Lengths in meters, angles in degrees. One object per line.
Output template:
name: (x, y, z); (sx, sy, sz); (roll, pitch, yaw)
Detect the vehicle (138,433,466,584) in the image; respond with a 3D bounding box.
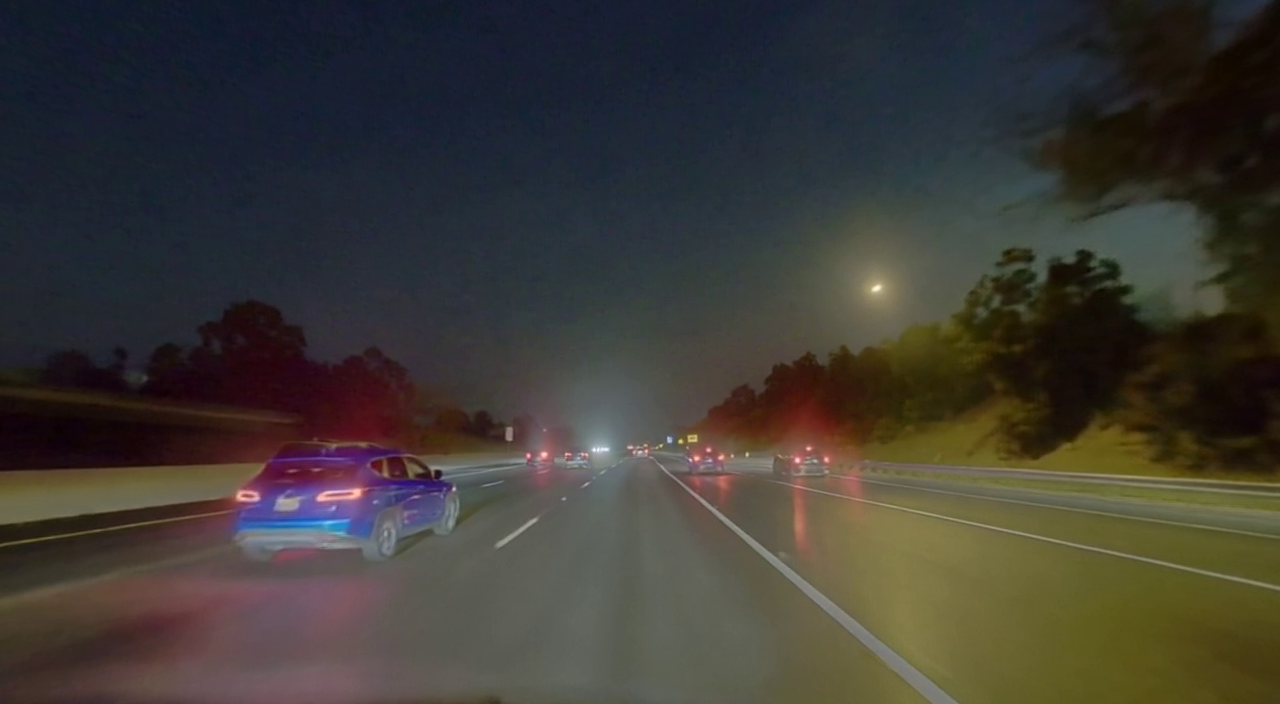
vehicle: (-4.023, 1.917, 8.600); (1.988, 1.506, 4.416); (0, -9, 0)

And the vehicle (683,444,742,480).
vehicle: (3.259, 5.047, 29.220); (2.141, 1.507, 4.510); (0, -9, 0)

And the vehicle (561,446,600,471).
vehicle: (-3.717, 6.752, 39.976); (2.071, 1.478, 4.130); (0, -9, 1)

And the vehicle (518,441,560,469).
vehicle: (-6.923, 7.095, 43.602); (2.111, 1.811, 4.391); (0, -9, 0)
